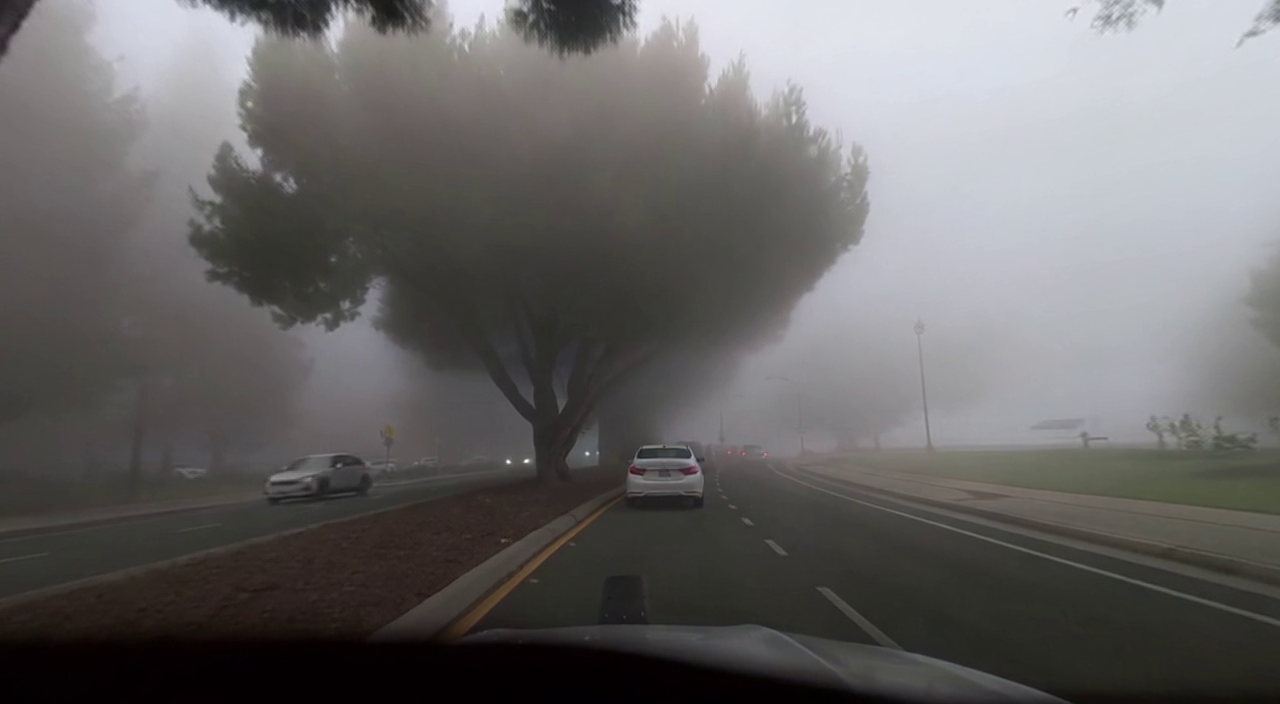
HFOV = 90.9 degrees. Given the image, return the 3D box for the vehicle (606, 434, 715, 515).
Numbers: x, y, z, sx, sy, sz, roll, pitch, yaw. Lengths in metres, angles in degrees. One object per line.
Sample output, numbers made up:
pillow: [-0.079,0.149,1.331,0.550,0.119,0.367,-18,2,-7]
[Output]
vehicle: [0.560,2.723,14.565,2.154,1.585,3.997,-1,-8,5]

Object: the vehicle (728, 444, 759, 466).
vehicle: [7.345,7.317,45.088,1.984,1.507,4.359,-2,-8,7]

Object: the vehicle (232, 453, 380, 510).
vehicle: [-10.094,3.904,19.545,1.909,1.468,4.597,-1,-8,3]

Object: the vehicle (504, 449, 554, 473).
vehicle: [-7.686,7.569,44.166,2.027,1.511,4.711,-2,-8,9]
